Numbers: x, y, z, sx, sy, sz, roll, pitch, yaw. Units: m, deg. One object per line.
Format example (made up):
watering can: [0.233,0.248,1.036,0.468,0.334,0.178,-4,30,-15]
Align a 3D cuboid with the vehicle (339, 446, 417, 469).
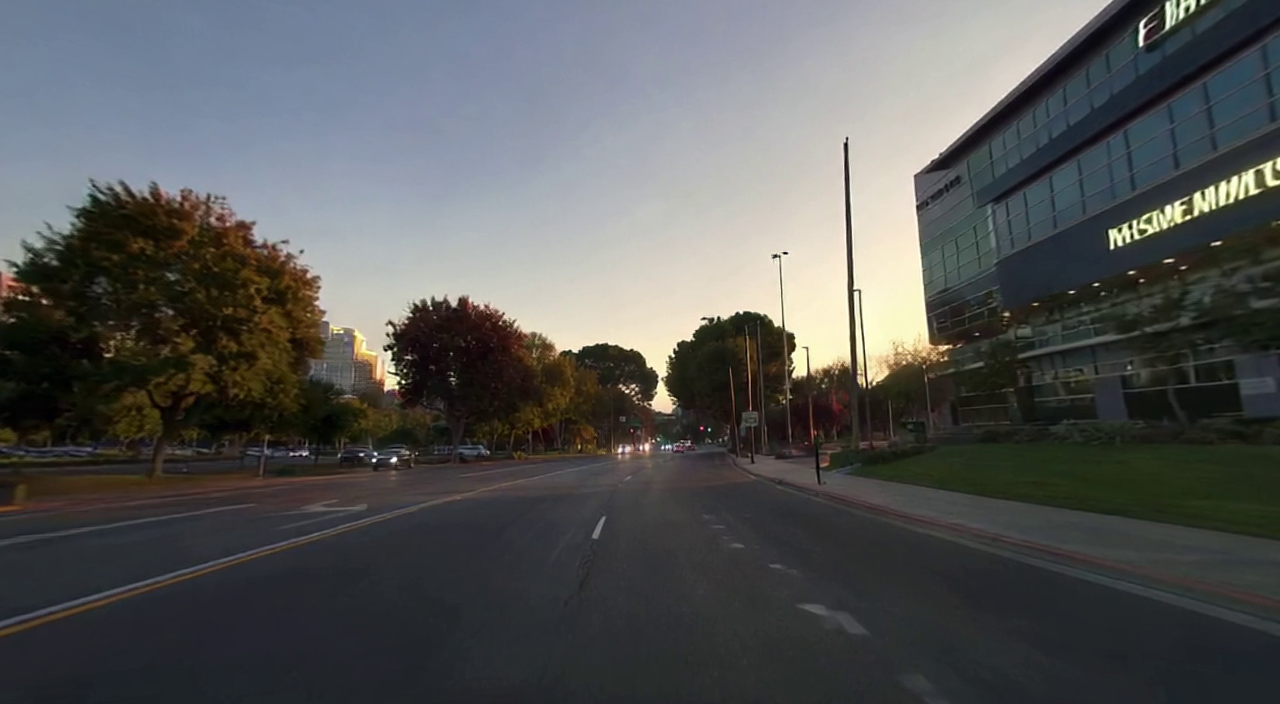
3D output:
vehicle: [-18.875,7.585,45.320,4.783,1.579,2.157,-2,-9,12]
